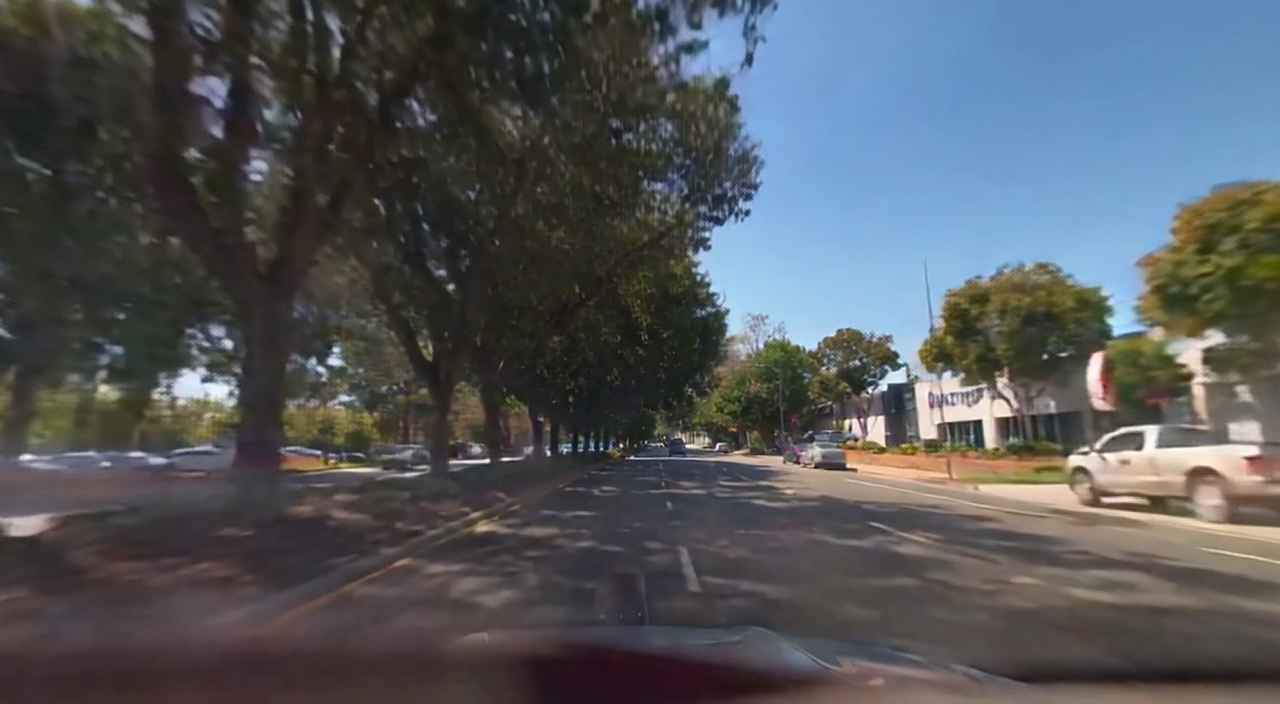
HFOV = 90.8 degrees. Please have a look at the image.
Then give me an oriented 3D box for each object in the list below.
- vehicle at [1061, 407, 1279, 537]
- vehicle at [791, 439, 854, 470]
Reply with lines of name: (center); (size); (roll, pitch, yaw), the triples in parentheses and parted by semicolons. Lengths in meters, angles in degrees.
vehicle: (10.939, 2.186, 12.157); (2.264, 1.958, 5.135); (-1, -9, 3)
vehicle: (9.121, 5.155, 31.942); (2.022, 1.449, 4.706); (-1, -9, 3)
